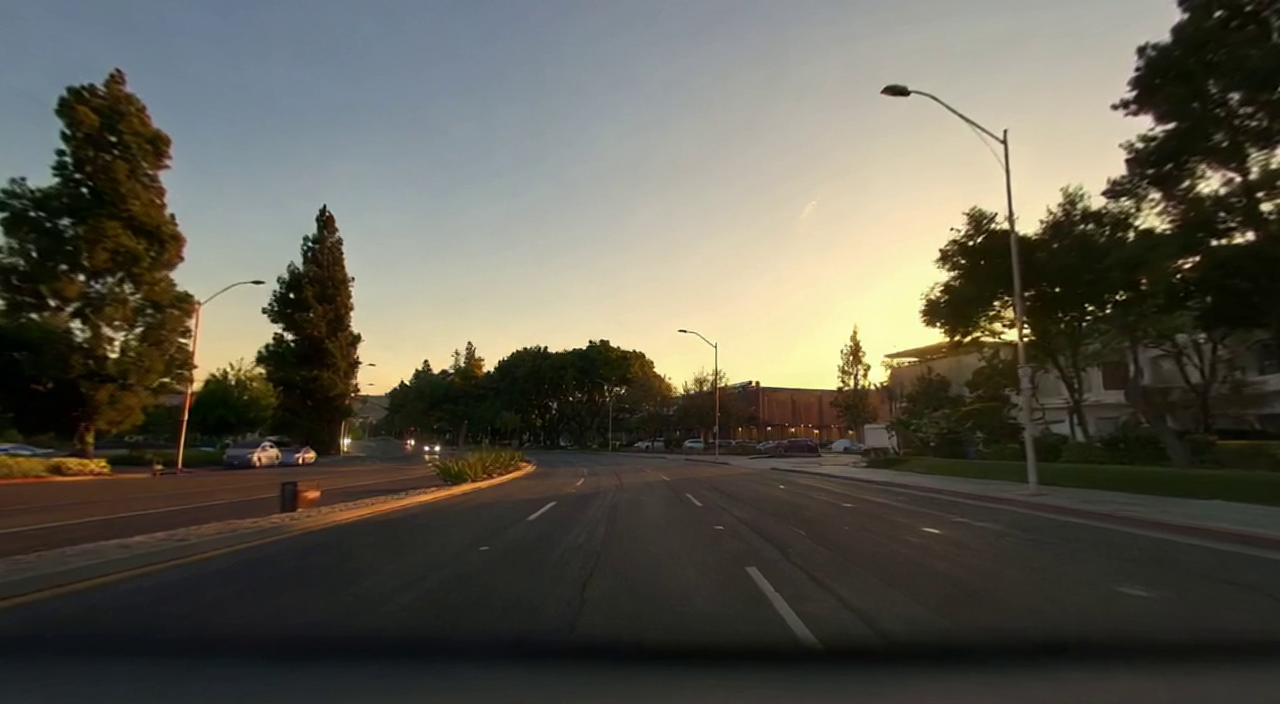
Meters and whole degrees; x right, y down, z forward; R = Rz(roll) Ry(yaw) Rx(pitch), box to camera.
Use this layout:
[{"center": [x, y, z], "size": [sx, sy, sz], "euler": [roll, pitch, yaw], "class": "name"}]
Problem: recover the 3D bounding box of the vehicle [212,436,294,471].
[{"center": [-23.074, 6.066, 37.847], "size": [2.387, 1.951, 4.827], "euler": [1, -9, -9], "class": "vehicle"}]
